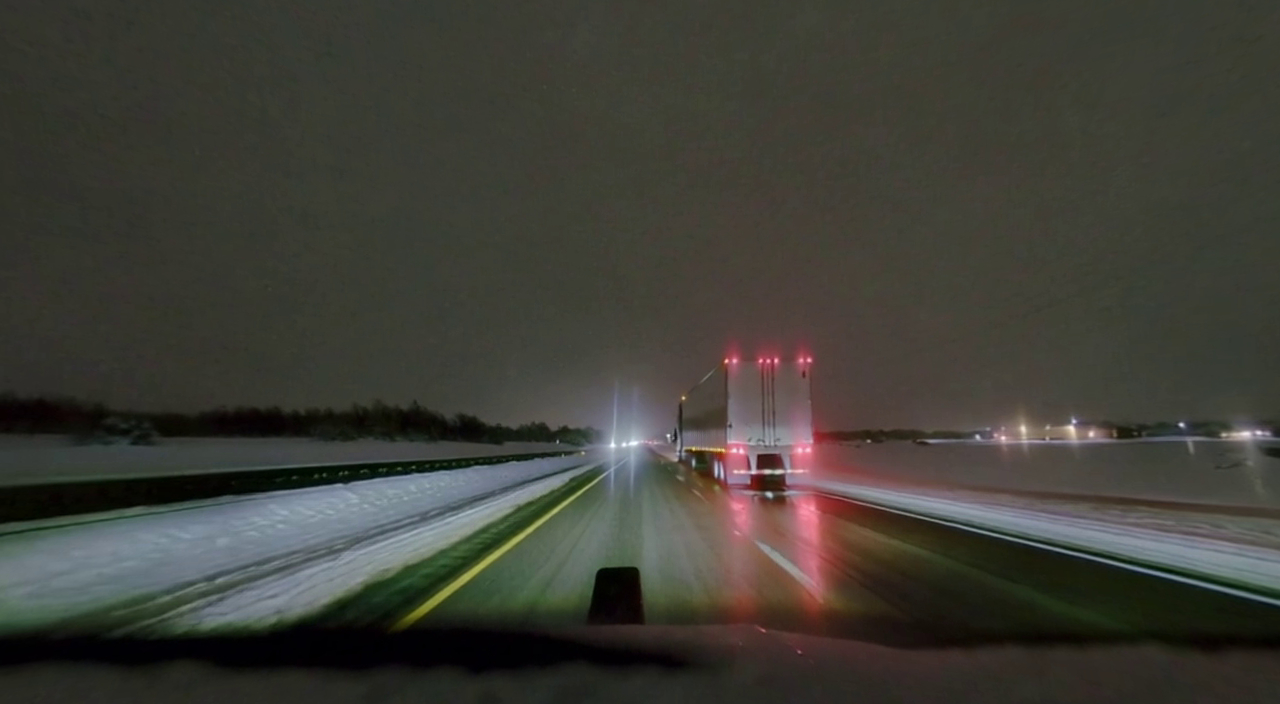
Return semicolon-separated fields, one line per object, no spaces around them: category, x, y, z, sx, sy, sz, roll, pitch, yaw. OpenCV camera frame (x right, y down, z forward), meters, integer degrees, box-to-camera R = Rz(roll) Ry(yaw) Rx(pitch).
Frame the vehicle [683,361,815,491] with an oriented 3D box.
vehicle;3.896;3.356;26.592;2.938;4.076;13.362;0;-9;-1
